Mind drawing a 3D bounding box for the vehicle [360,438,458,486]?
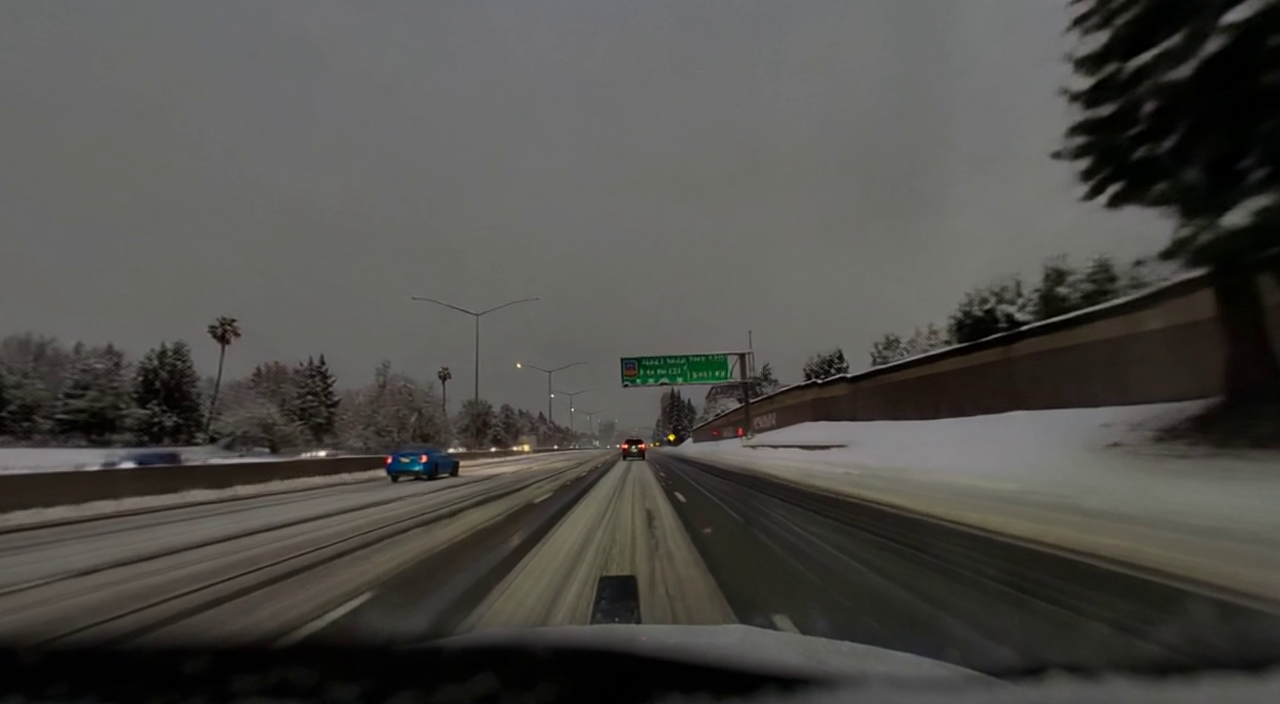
[{"bbox_3d":[-8.393,4.030,23.441,1.971,1.552,4.465,0,-9,0],"label":"vehicle"}]

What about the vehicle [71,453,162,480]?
[{"bbox_3d":[-30.076,6.585,36.453,1.852,1.420,3.963,0,-9,-1],"label":"vehicle"}]
